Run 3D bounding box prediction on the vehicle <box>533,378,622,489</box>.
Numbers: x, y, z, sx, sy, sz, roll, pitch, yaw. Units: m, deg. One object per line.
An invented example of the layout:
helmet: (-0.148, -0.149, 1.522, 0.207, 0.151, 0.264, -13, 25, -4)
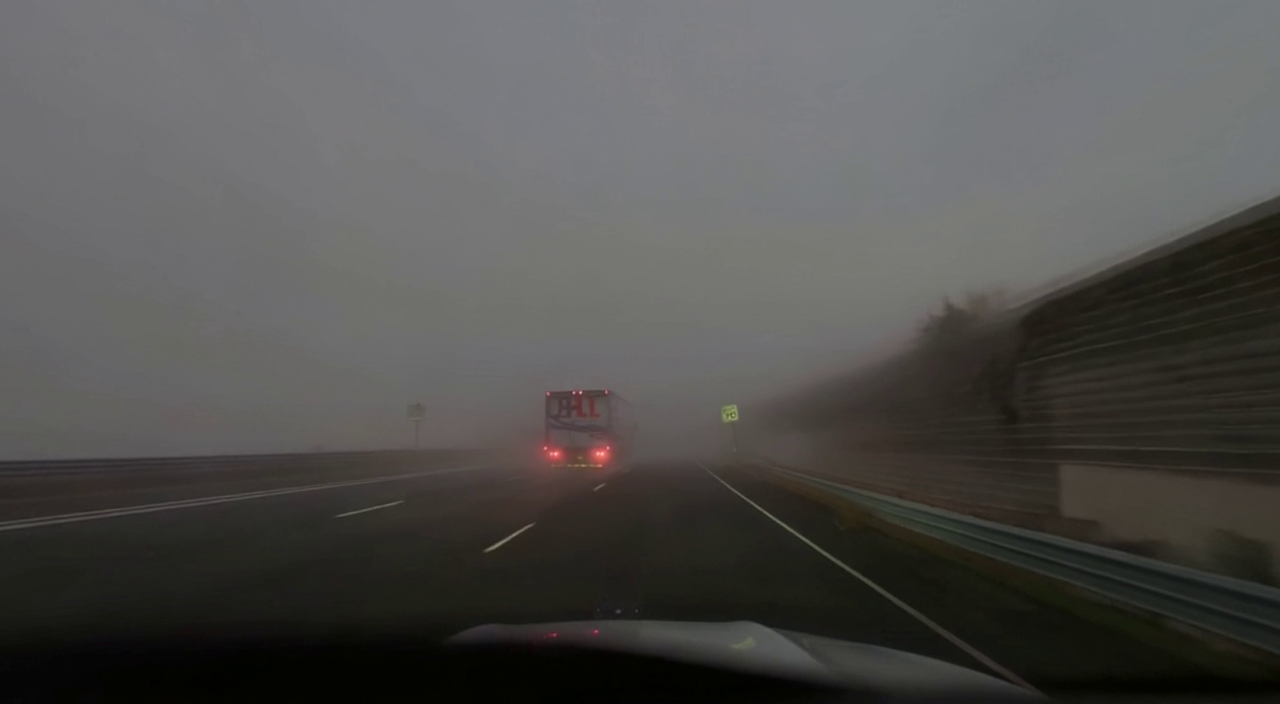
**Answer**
vehicle: (-2.524, 3.683, 28.464, 2.796, 4.184, 8.554, 1, -8, 2)
